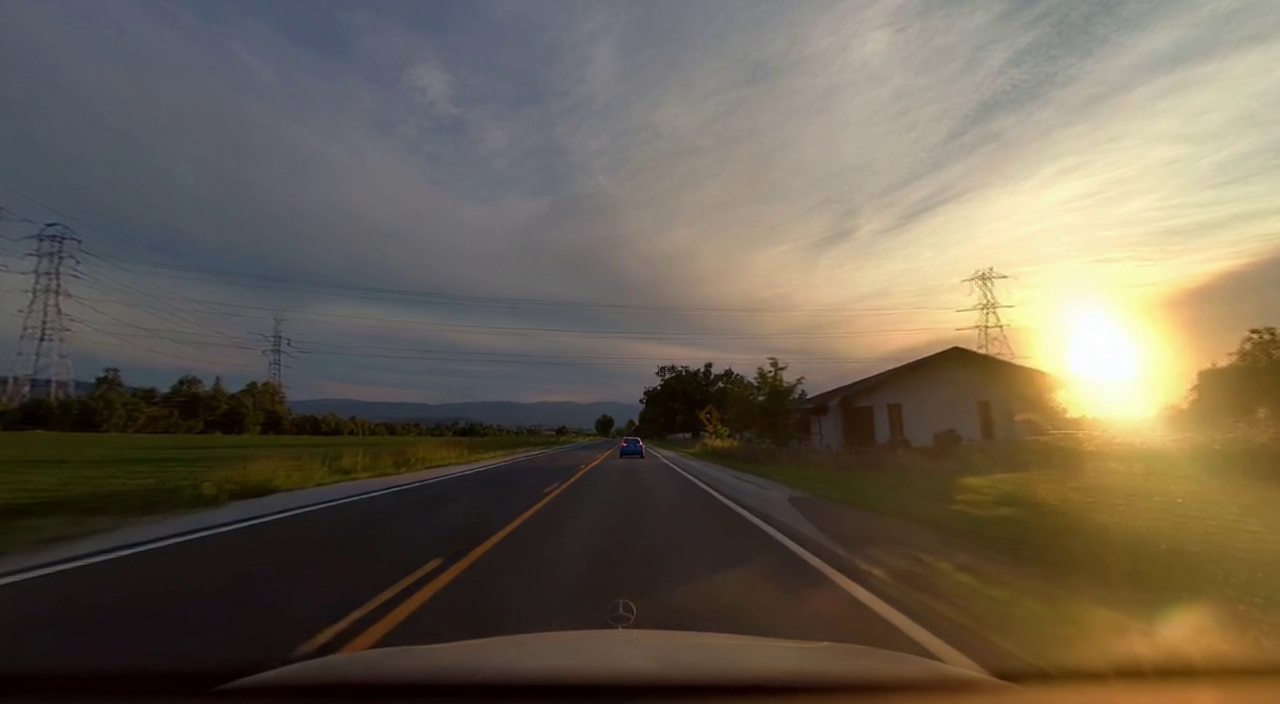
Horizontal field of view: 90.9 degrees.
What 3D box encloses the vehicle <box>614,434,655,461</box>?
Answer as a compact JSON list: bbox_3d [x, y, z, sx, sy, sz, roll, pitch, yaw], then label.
[{"bbox_3d":[-0.337,5.550,36.665,2.241,1.471,3.829,0,-8,-1],"label":"vehicle"}]
